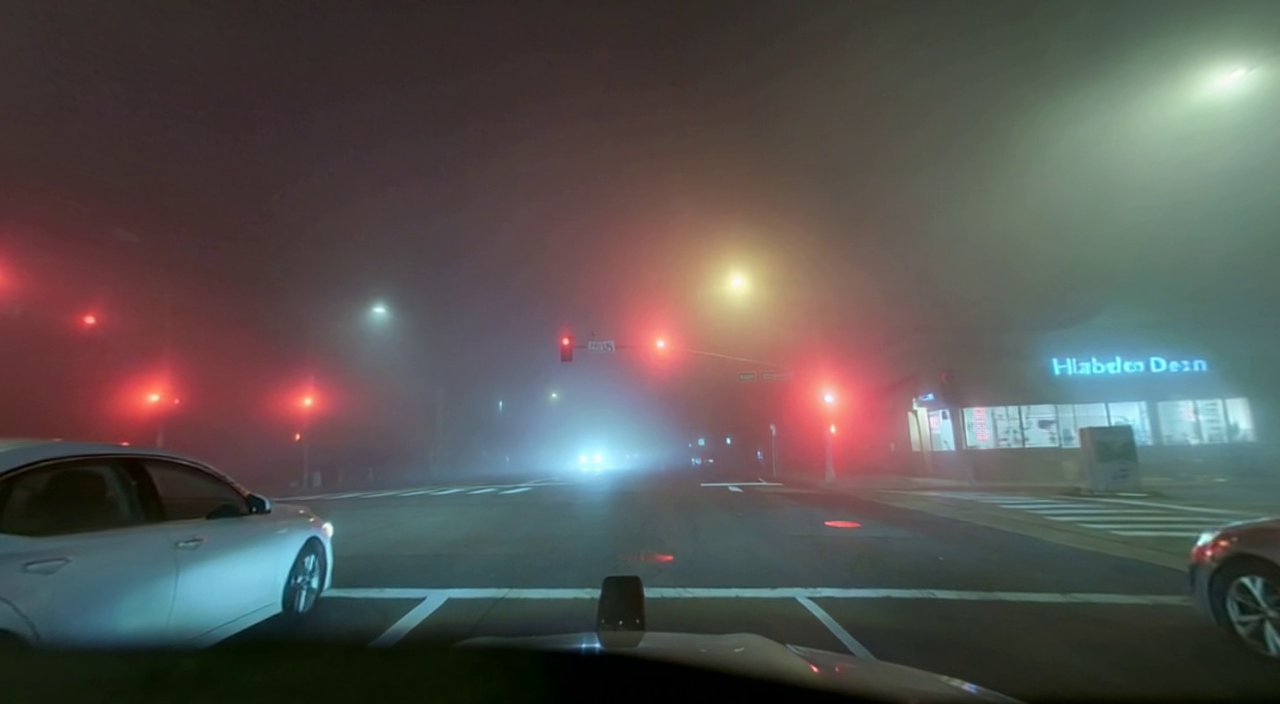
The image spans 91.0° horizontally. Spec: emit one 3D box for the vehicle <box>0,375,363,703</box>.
[{"bbox_3d":[-3.491,1.054,3.422,1.947,1.627,4.248,0,-9,1],"label":"vehicle"}]

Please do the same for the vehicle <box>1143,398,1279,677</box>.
[{"bbox_3d":[4.842,0.915,2.467,2.039,1.655,4.495,0,-9,1],"label":"vehicle"}]
